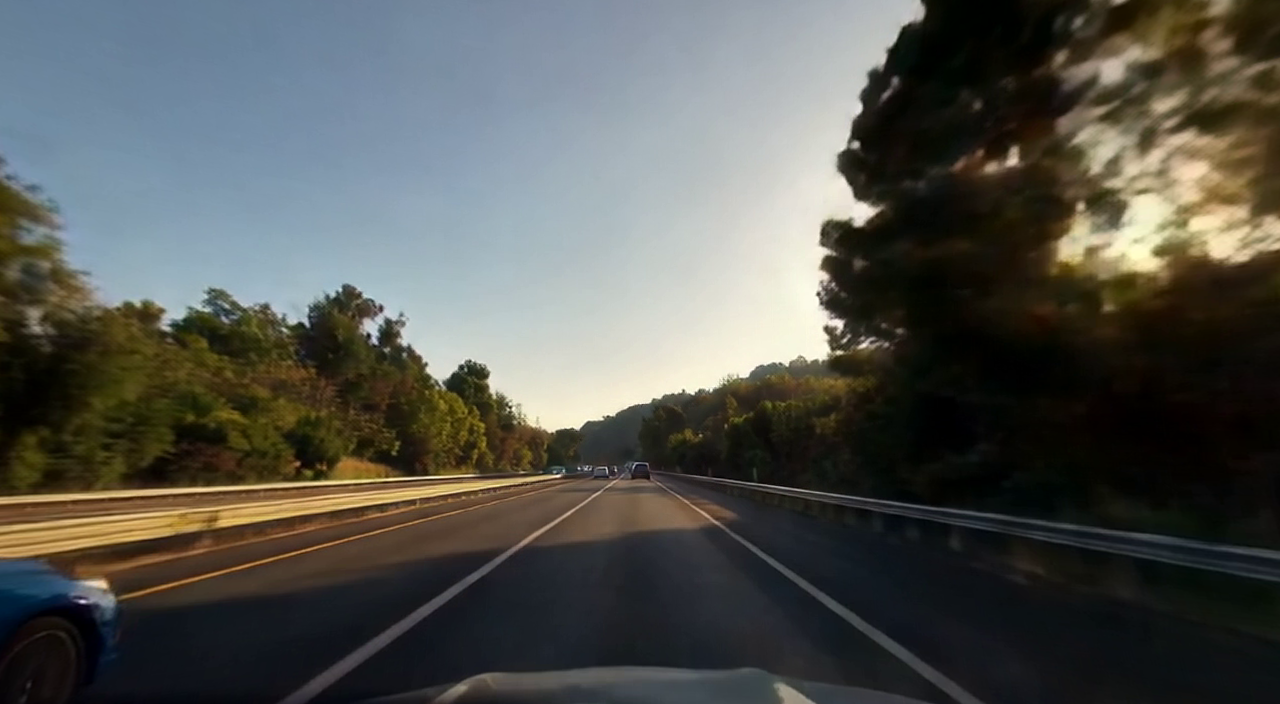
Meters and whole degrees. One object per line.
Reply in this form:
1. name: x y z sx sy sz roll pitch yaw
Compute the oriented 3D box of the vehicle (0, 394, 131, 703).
1. vehicle: -3.445 0.632 0.888 2.017 1.516 4.041 1 -11 0
